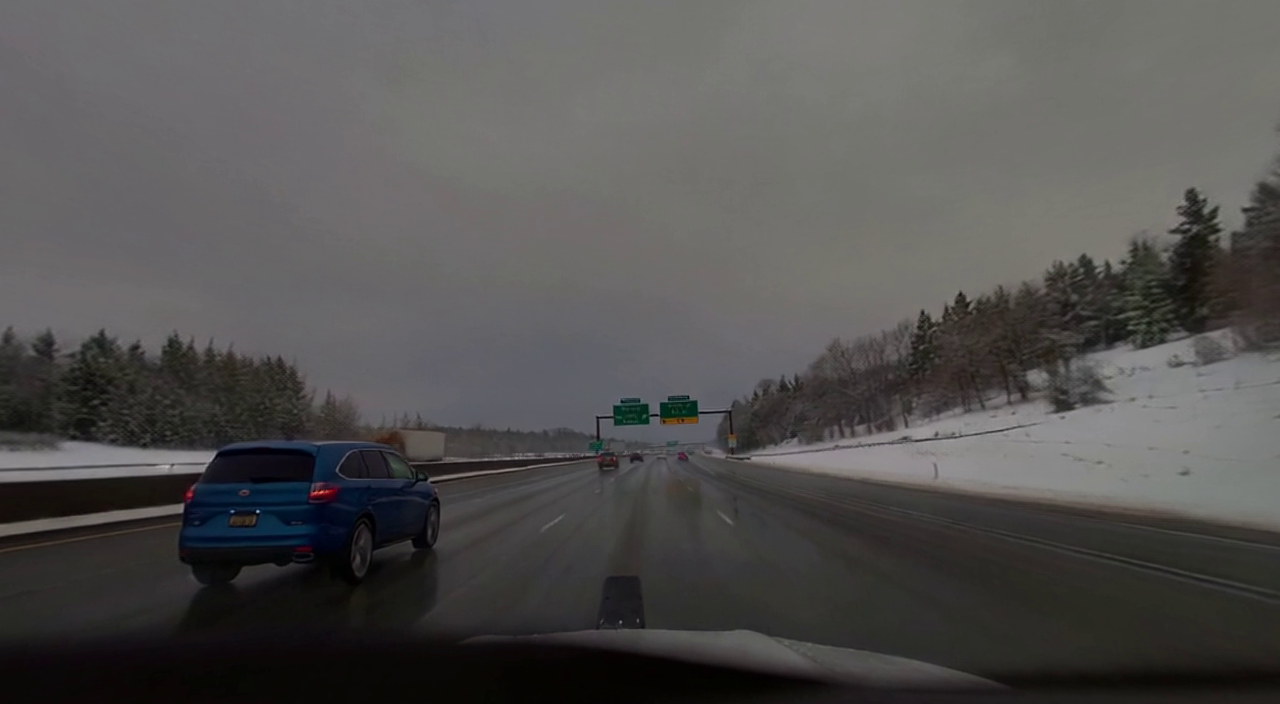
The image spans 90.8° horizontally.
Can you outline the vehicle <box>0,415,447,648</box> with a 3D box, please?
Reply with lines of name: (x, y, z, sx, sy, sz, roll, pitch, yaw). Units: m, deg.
vehicle: (-3.712, 1.584, 6.597, 2.016, 1.623, 4.126, 0, -9, 1)
